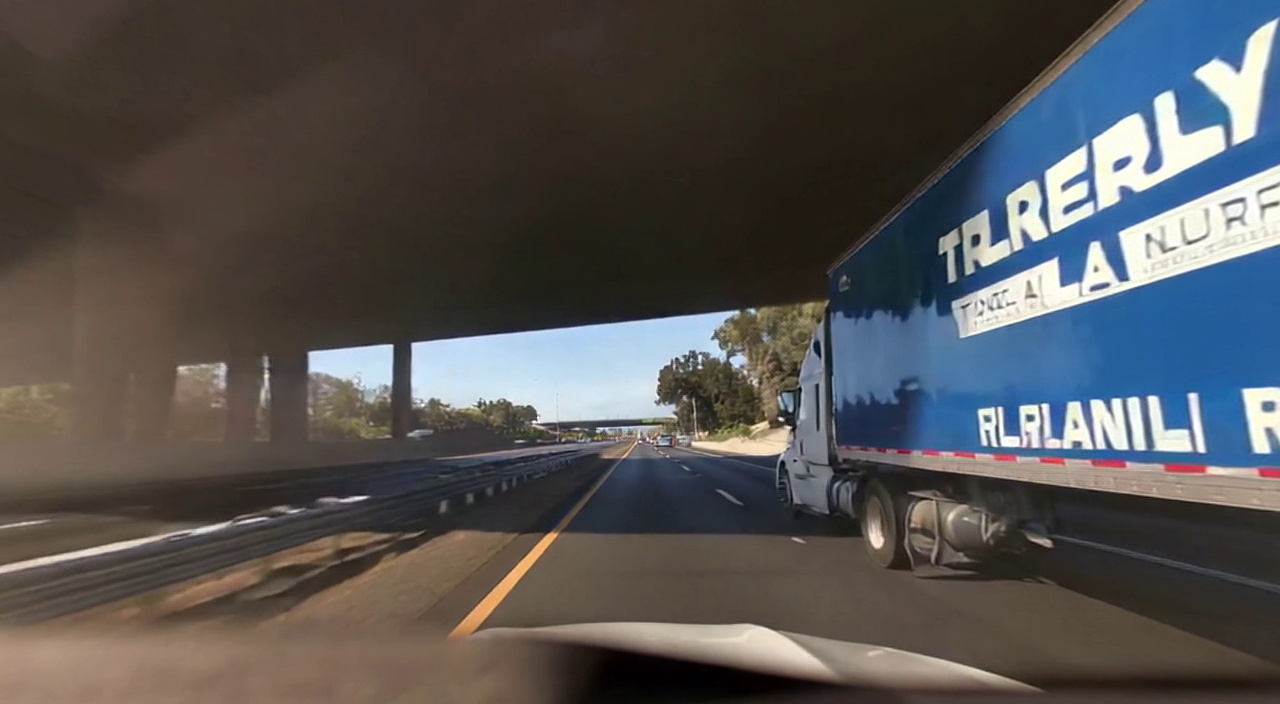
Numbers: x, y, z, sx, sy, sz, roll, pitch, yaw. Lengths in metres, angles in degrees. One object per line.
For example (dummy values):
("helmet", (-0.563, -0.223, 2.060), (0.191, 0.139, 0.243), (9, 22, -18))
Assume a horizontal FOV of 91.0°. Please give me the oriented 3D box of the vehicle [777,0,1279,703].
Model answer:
("vehicle", (4.163, 0.267, 5.368), (3.006, 4.093, 14.142), (0, -8, 1))
